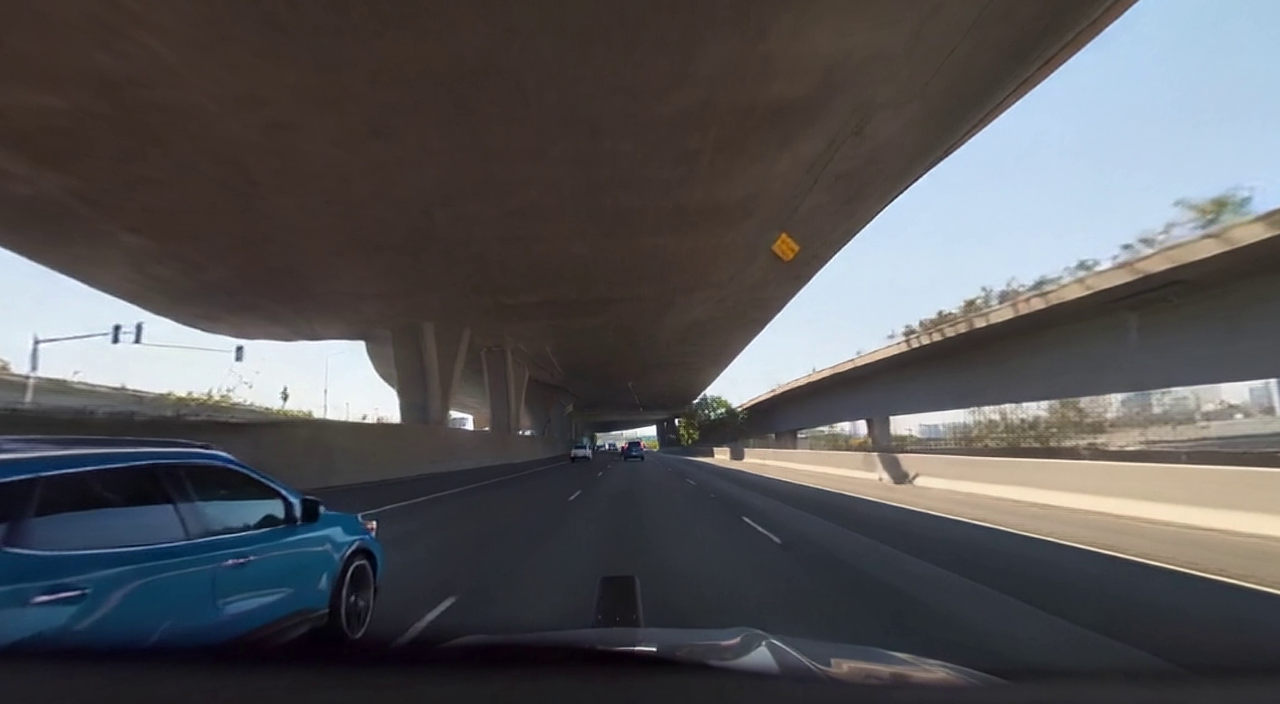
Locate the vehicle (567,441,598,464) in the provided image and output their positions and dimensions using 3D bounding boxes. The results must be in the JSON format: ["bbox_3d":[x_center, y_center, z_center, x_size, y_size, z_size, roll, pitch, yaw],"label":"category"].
[{"bbox_3d":[-4.269,7.529,47.525,2.000,1.646,4.201,0,-8,-1],"label":"vehicle"}]

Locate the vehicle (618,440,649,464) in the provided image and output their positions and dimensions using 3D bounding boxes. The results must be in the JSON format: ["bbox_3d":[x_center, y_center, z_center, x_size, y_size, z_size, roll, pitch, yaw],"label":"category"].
[{"bbox_3d":[-0.479,7.184,45.551,2.132,1.657,3.967,0,-8,-2],"label":"vehicle"}]
